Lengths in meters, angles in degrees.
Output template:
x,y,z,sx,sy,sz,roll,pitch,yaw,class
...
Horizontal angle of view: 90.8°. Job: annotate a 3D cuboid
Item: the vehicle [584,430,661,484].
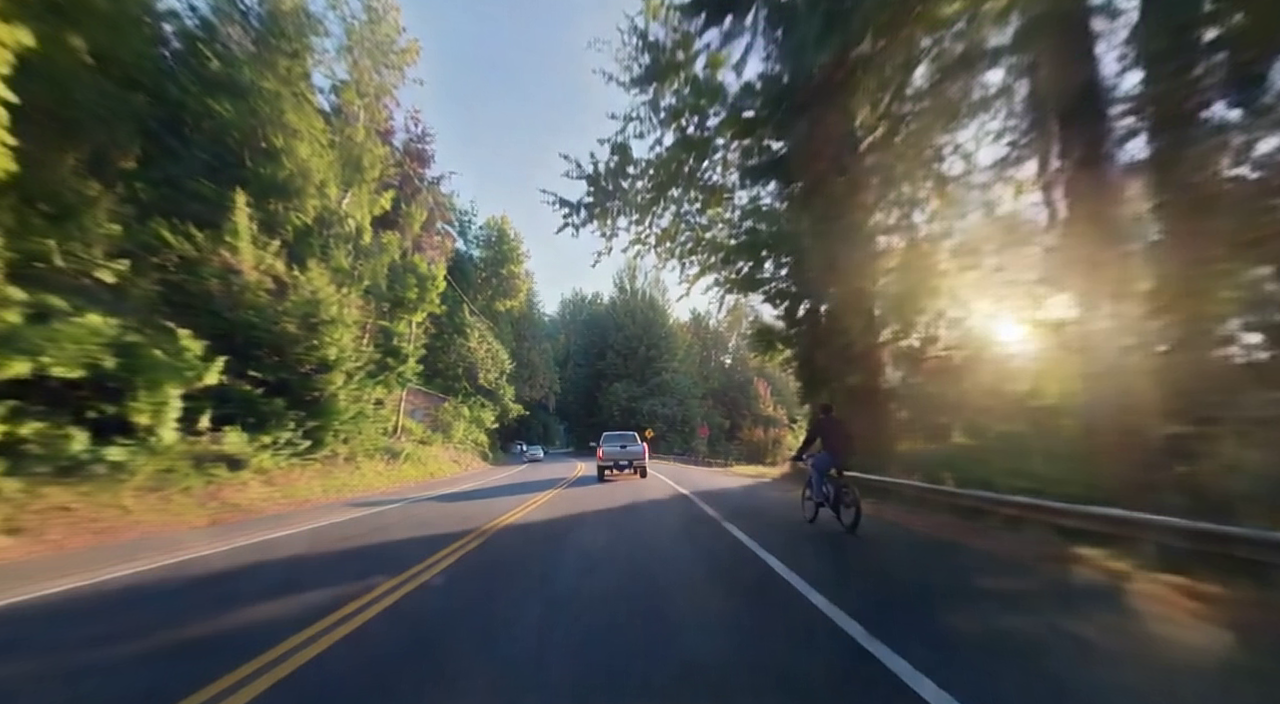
x,y,z,sx,sy,sz,roll,pitch,yaw,class
-0.748,3.965,24.157,2.631,1.798,5.331,0,-8,-3,vehicle
